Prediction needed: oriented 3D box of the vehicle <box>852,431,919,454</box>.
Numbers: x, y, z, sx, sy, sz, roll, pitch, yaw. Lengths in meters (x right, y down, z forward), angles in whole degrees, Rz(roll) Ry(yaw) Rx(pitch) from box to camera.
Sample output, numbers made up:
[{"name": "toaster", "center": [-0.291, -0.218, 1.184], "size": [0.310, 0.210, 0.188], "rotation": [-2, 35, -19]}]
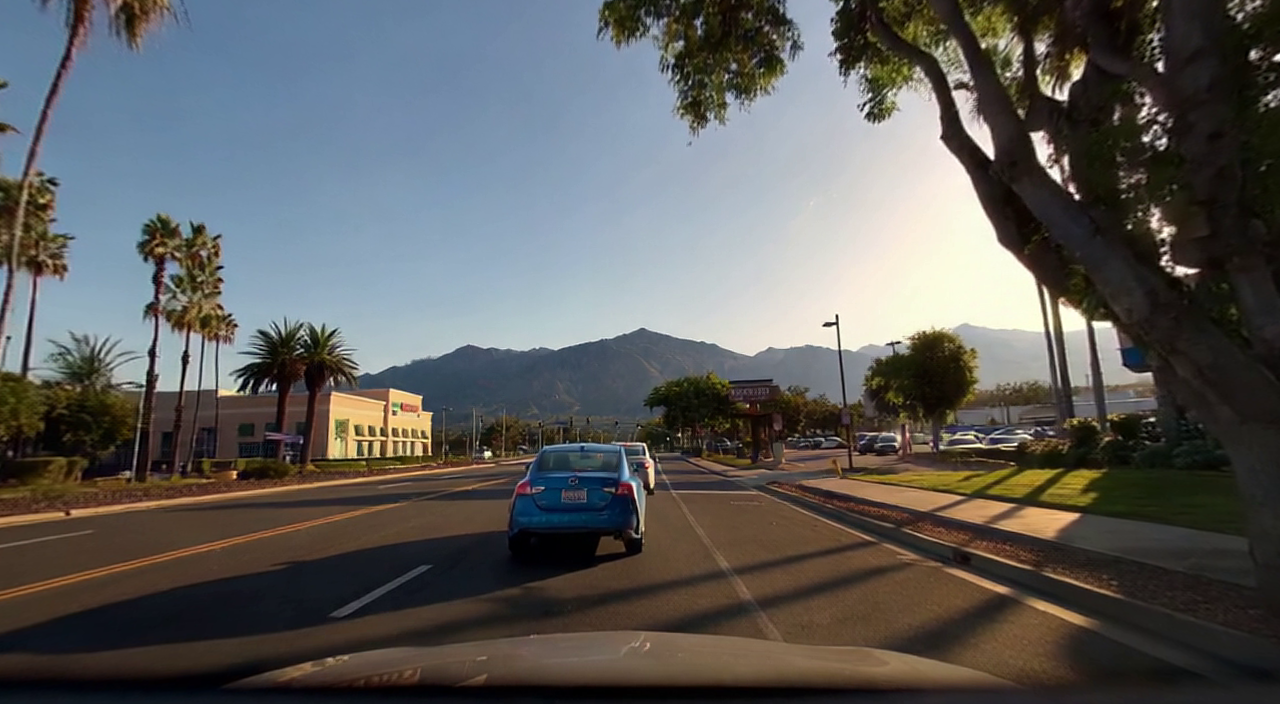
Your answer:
[{"name": "vehicle", "center": [19.183, 7.104, 49.455], "size": [1.925, 1.652, 4.490], "rotation": [6, -10, -34]}]

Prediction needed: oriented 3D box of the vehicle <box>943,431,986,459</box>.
[{"name": "vehicle", "center": [19.139, 5.468, 37.155], "size": [1.961, 1.526, 4.640], "rotation": [-5, -10, 29]}]

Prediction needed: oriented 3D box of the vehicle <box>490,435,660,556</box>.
[{"name": "vehicle", "center": [-0.883, 2.040, 9.723], "size": [2.067, 1.459, 3.886], "rotation": [0, -8, -3]}]
